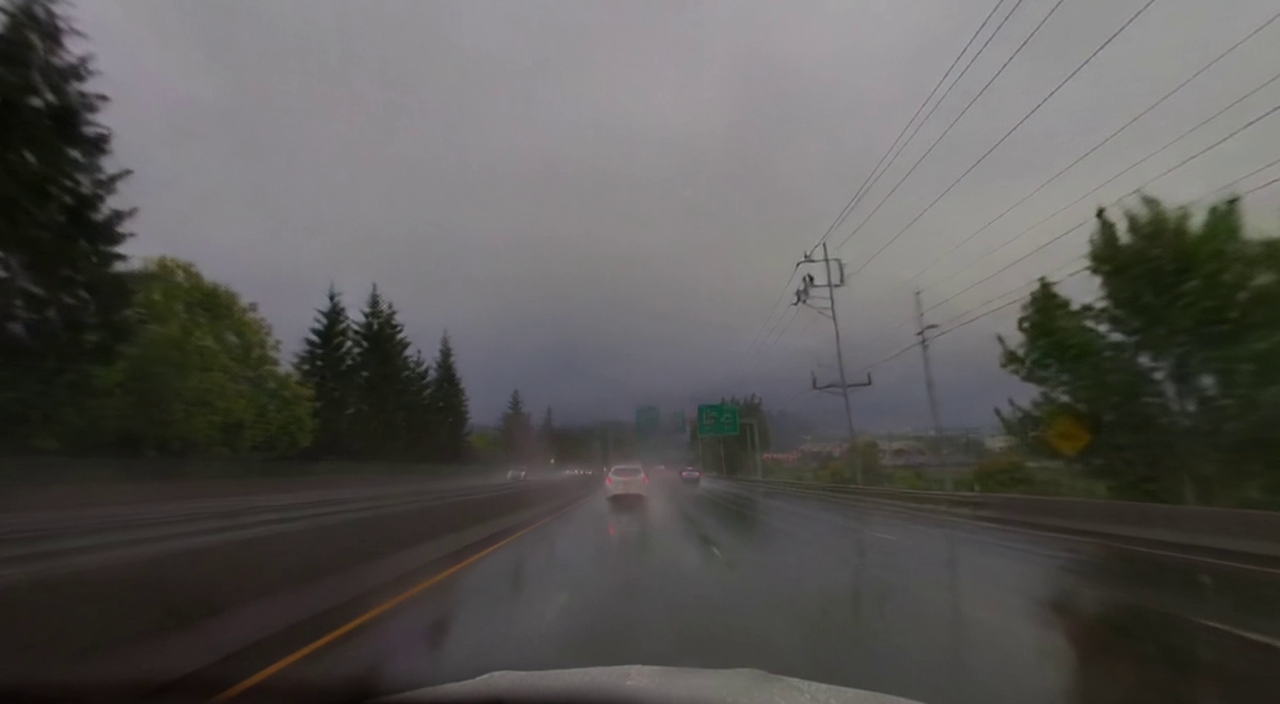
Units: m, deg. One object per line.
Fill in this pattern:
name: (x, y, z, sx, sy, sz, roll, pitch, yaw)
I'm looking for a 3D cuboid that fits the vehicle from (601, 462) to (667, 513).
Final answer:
vehicle: (-0.188, 4.427, 20.911, 1.987, 1.480, 3.786, 1, -10, 0)
